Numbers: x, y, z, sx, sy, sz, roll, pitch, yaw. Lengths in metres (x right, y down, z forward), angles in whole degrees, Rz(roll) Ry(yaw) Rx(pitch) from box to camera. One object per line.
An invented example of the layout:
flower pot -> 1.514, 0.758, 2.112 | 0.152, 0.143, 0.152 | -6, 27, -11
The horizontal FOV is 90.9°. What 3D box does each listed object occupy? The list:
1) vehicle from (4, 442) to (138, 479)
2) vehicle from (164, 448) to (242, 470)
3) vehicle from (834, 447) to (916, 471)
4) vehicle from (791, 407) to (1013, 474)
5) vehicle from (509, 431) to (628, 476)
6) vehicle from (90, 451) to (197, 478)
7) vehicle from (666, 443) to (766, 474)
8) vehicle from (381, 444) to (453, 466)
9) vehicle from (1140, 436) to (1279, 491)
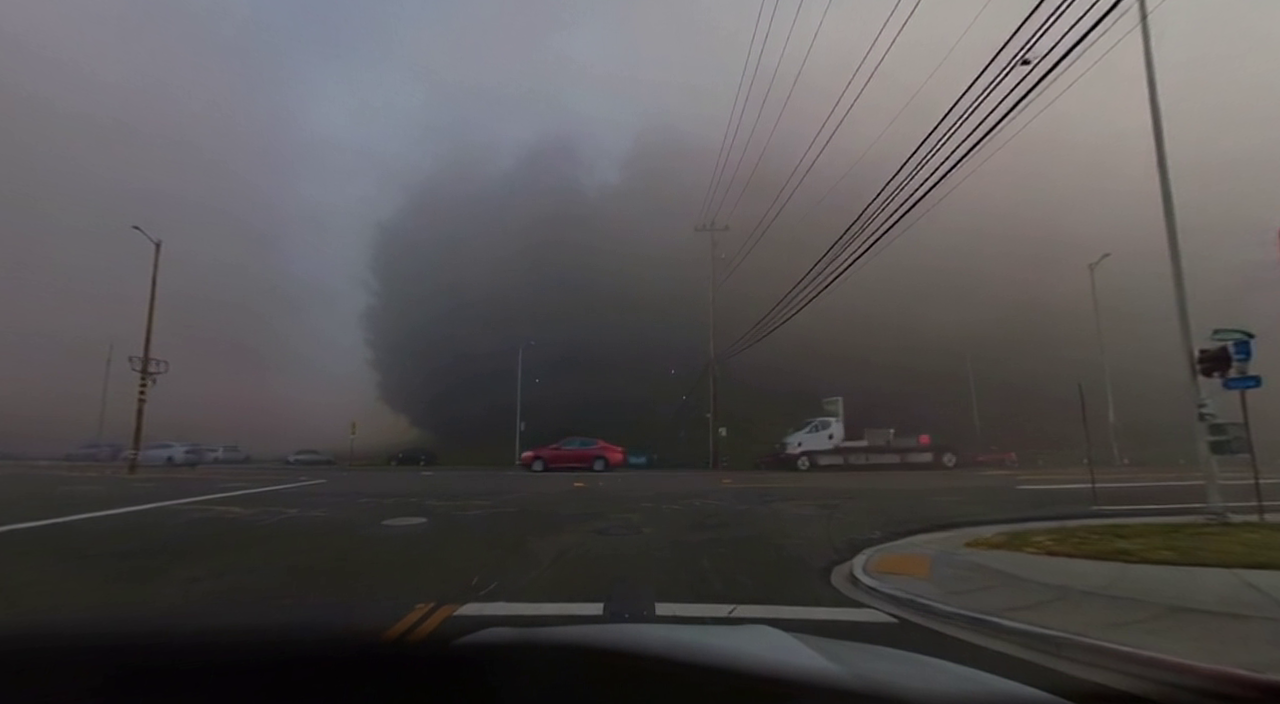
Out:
vehicle -> -28.537, 5.433, 31.744 | 4.689, 1.803, 1.958 | 0, -8, -2
vehicle -> -34.282, 8.393, 49.539 | 4.674, 1.716, 1.860 | 0, -8, -1
vehicle -> 14.705, 6.720, 39.575 | 4.400, 1.419, 1.711 | 0, -8, -3
vehicle -> 17.949, 6.130, 43.656 | 14.239, 4.056, 2.970 | 2, -8, -4
vehicle -> -3.178, 4.627, 28.879 | 5.213, 1.960, 2.099 | 0, -8, -2
vehicle -> -30.242, 6.849, 38.465 | 4.869, 1.517, 1.819 | 0, -8, -2
vehicle -> 3.851, 5.473, 32.510 | 4.855, 1.493, 1.831 | 1, -8, -3
vehicle -> -17.377, 8.049, 49.276 | 4.952, 1.662, 1.935 | 0, -8, -2
vehicle -> 17.564, 3.197, 18.253 | 4.645, 1.464, 2.033 | 1, -8, -7
